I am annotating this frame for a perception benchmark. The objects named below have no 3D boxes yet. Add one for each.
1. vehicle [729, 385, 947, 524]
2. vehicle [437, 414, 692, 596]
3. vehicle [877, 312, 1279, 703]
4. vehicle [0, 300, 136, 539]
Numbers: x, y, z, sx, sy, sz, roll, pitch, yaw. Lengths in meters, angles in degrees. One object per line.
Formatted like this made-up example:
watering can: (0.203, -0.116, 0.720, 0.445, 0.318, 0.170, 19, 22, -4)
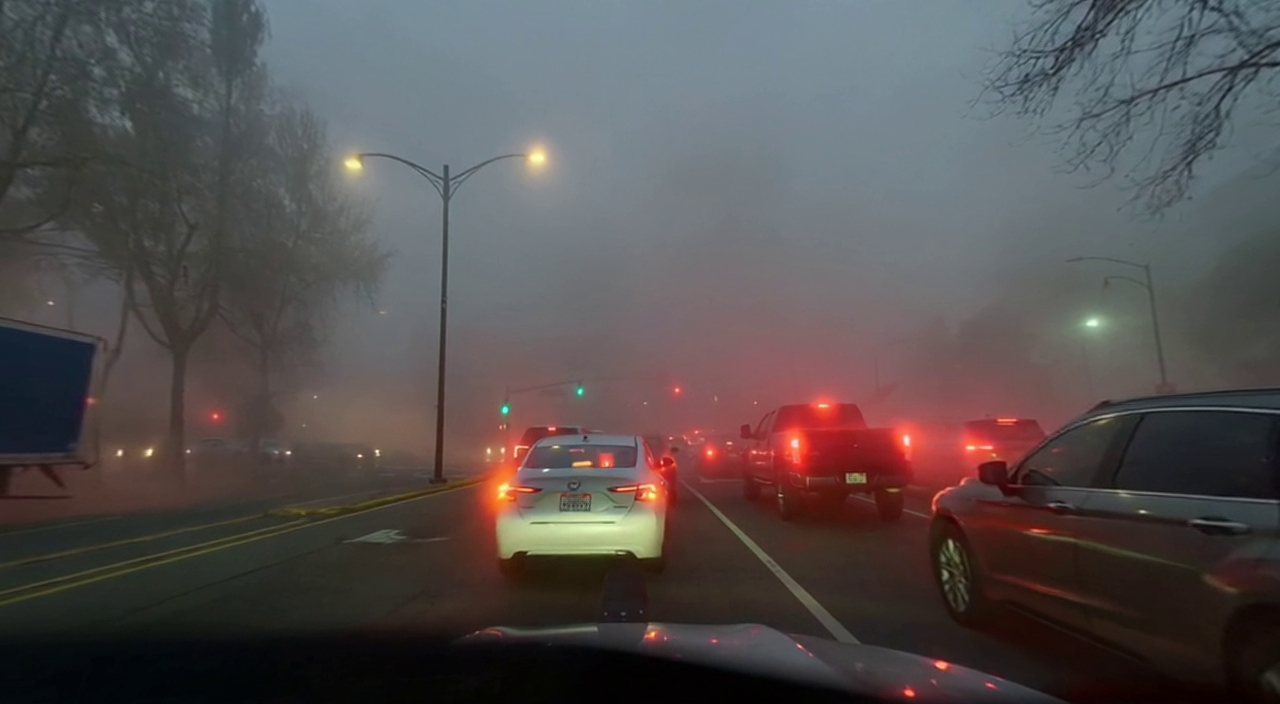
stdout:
vehicle: (3.518, 2.043, 12.866, 2.497, 2.186, 5.890, 0, -9, 0)
vehicle: (-0.623, 1.625, 7.552, 2.172, 1.536, 4.250, 0, -9, 1)
vehicle: (3.175, 0.913, 3.290, 2.024, 1.723, 4.714, 0, -8, 0)
vehicle: (-13.408, 0.369, 5.748, 3.246, 4.347, 17.394, 0, -9, 0)
